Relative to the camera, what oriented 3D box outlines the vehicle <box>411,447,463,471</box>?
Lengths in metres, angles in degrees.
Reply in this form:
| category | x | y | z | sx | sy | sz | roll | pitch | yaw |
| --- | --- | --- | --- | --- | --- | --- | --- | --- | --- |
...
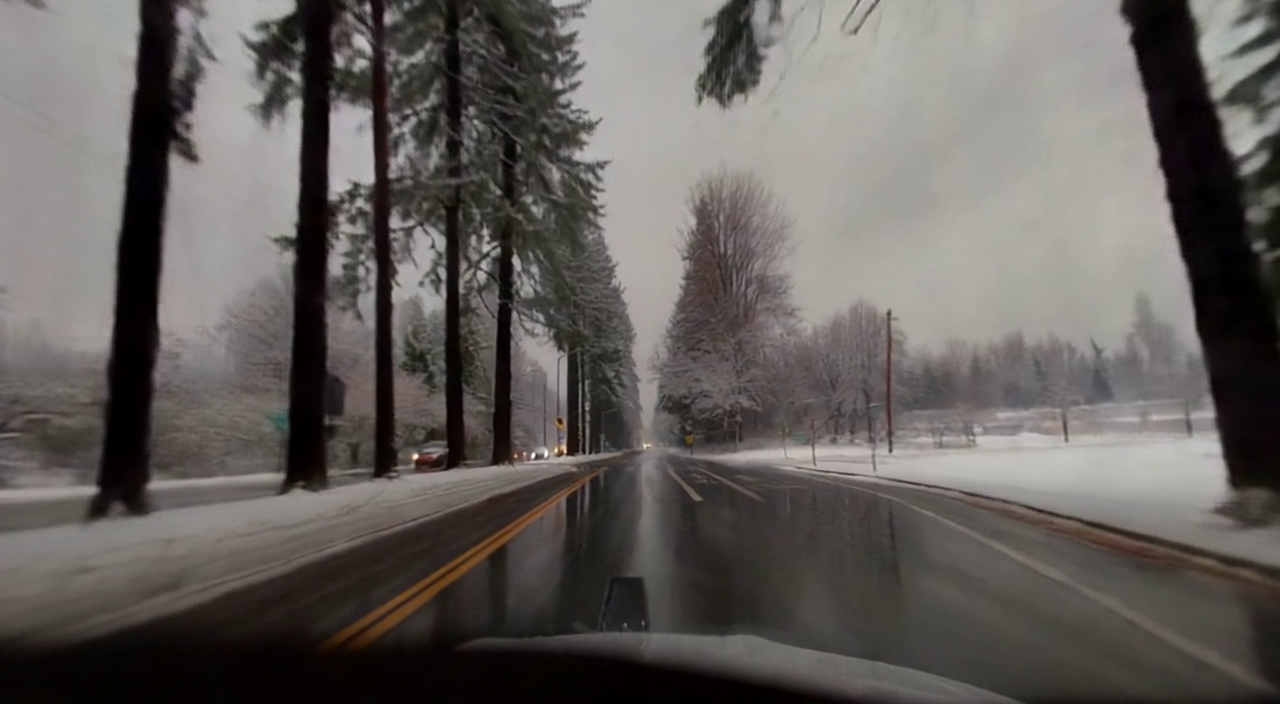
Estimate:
| category | x | y | z | sx | sy | sz | roll | pitch | yaw |
| --- | --- | --- | --- | --- | --- | --- | --- | --- | --- |
| vehicle | -13.511 | 7.129 | 42.232 | 1.883 | 1.484 | 4.464 | 0 | -8 | 1 |
